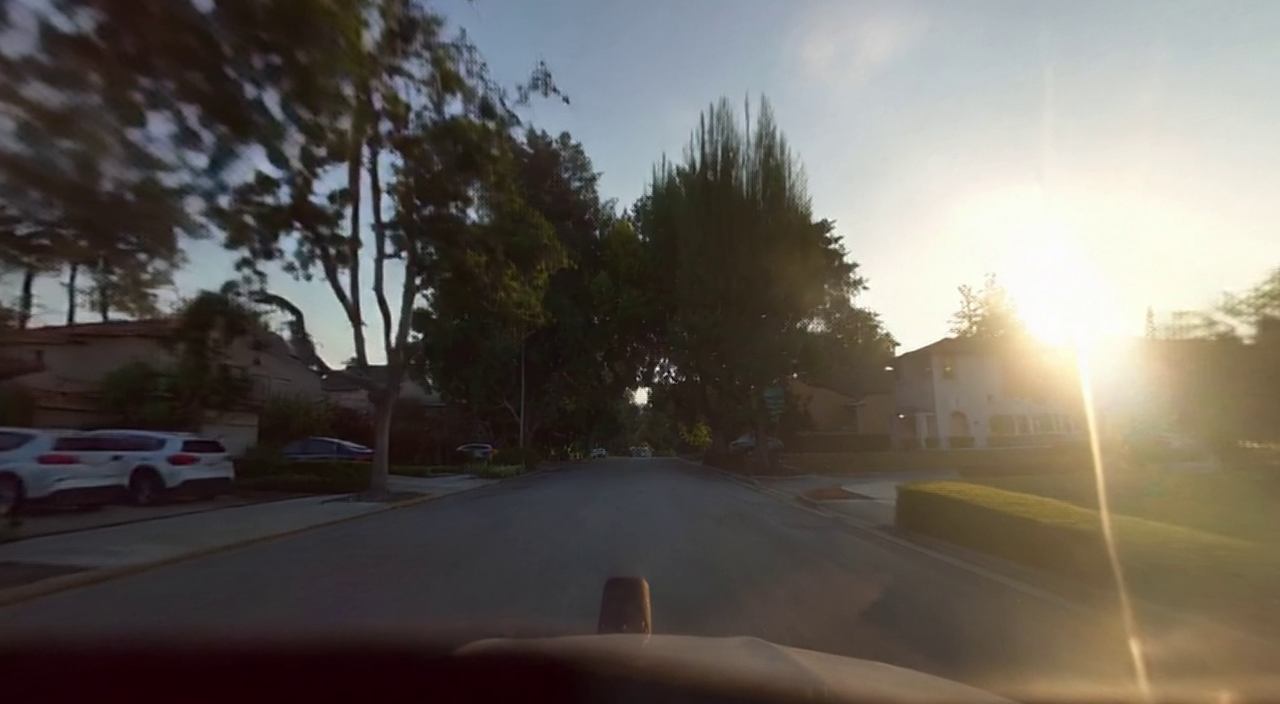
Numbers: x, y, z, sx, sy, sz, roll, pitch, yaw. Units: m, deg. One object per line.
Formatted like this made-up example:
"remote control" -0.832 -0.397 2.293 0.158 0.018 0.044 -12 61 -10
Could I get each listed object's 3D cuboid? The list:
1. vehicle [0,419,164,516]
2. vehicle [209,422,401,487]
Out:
"vehicle" -13.529 2.433 13.482 4.796 1.864 2.328 -1 -9 2
"vehicle" -12.967 4.028 24.822 5.946 2.048 2.595 4 -9 -3
